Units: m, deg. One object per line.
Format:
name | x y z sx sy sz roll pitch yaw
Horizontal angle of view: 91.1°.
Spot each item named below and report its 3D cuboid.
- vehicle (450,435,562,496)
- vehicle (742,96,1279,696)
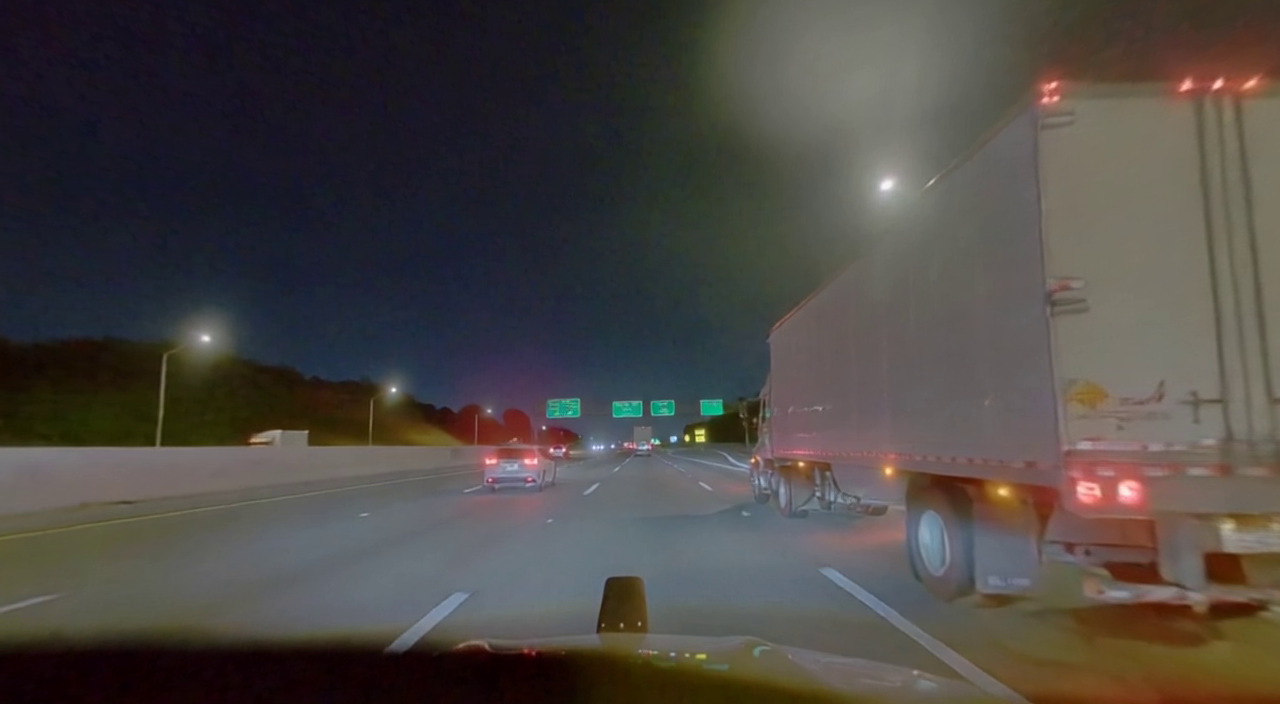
vehicle | -3.727 3.262 18.502 2.143 1.529 4.918 0 -9 1
vehicle | 3.852 0.916 8.796 3.049 3.395 10.595 0 -9 0
